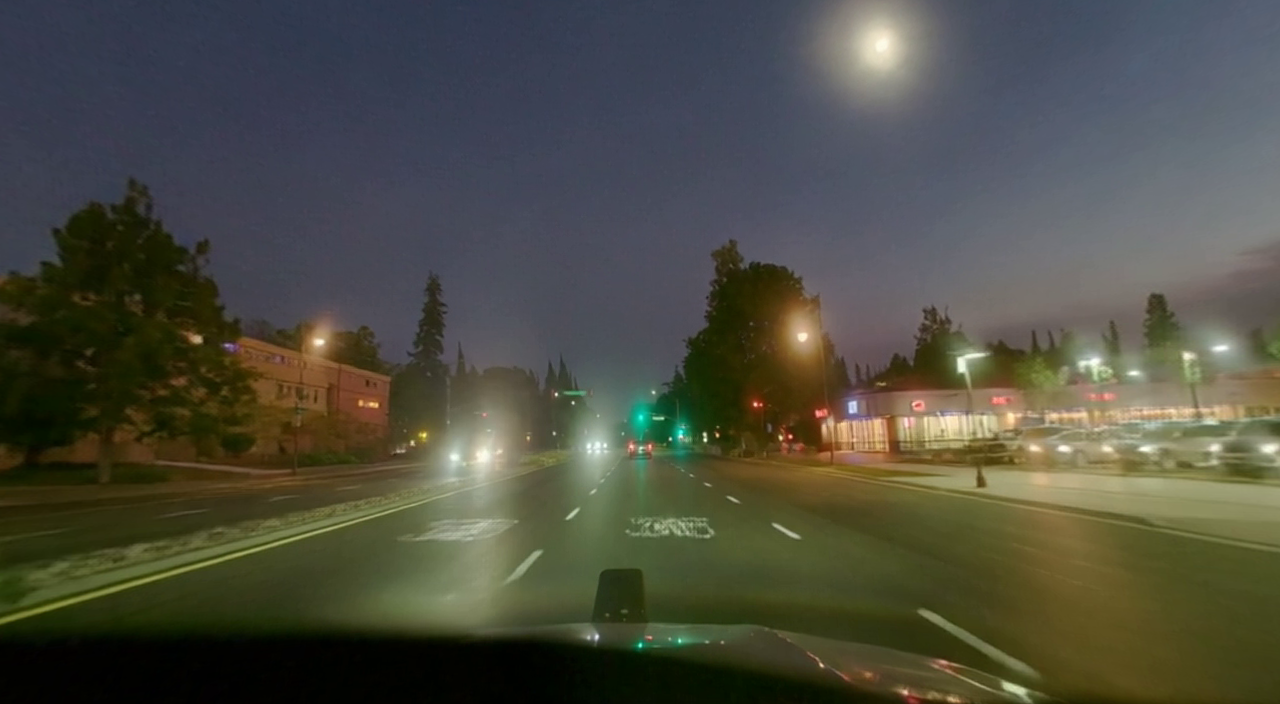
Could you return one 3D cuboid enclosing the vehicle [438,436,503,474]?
[{"bbox_3d":[-8.676,5.293,32.714,2.149,1.793,4.468,0,-8,-1],"label":"vehicle"}]

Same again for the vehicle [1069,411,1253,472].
[{"bbox_3d":[16.901,2.947,20.672,3.928,1.661,2.249,-3,-9,-1],"label":"vehicle"}]

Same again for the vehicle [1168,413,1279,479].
[{"bbox_3d":[18.031,2.542,17.734,4.904,1.577,1.863,-3,-8,-8],"label":"vehicle"}]
